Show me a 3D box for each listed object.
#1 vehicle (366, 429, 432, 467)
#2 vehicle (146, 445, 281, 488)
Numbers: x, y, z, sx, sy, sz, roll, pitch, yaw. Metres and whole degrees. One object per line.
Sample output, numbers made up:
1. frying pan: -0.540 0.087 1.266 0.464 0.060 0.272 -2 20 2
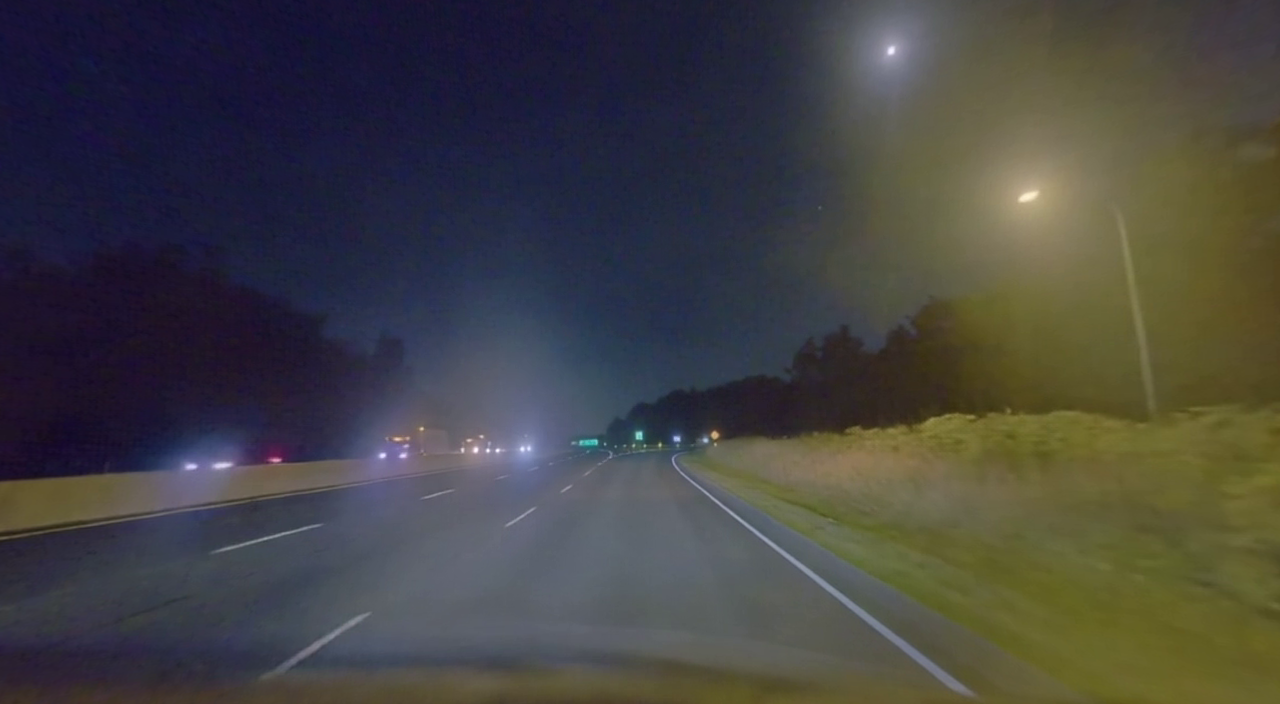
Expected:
1. vehicle: -16.871 6.776 44.377 2.414 2.495 5.613 0 -9 0
2. vehicle: -16.544 4.442 24.707 1.888 1.502 4.814 0 -9 0
